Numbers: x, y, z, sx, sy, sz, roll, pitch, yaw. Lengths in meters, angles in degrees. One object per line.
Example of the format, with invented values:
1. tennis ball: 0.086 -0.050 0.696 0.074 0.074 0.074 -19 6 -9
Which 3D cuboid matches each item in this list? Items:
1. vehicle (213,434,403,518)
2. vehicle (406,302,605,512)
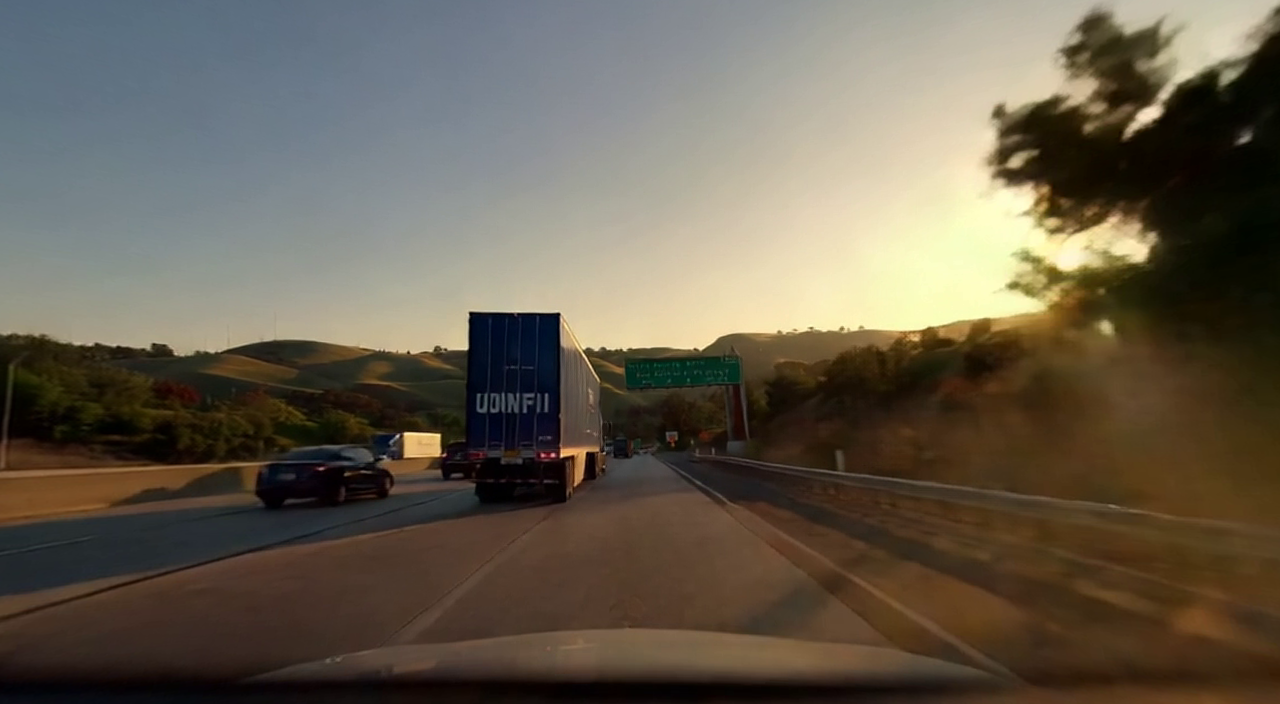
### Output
1. vehicle: -7.353 2.767 14.620 1.949 1.604 4.456 0 -9 0
2. vehicle: -3.193 2.303 21.193 3.202 4.352 16.251 0 -9 0
